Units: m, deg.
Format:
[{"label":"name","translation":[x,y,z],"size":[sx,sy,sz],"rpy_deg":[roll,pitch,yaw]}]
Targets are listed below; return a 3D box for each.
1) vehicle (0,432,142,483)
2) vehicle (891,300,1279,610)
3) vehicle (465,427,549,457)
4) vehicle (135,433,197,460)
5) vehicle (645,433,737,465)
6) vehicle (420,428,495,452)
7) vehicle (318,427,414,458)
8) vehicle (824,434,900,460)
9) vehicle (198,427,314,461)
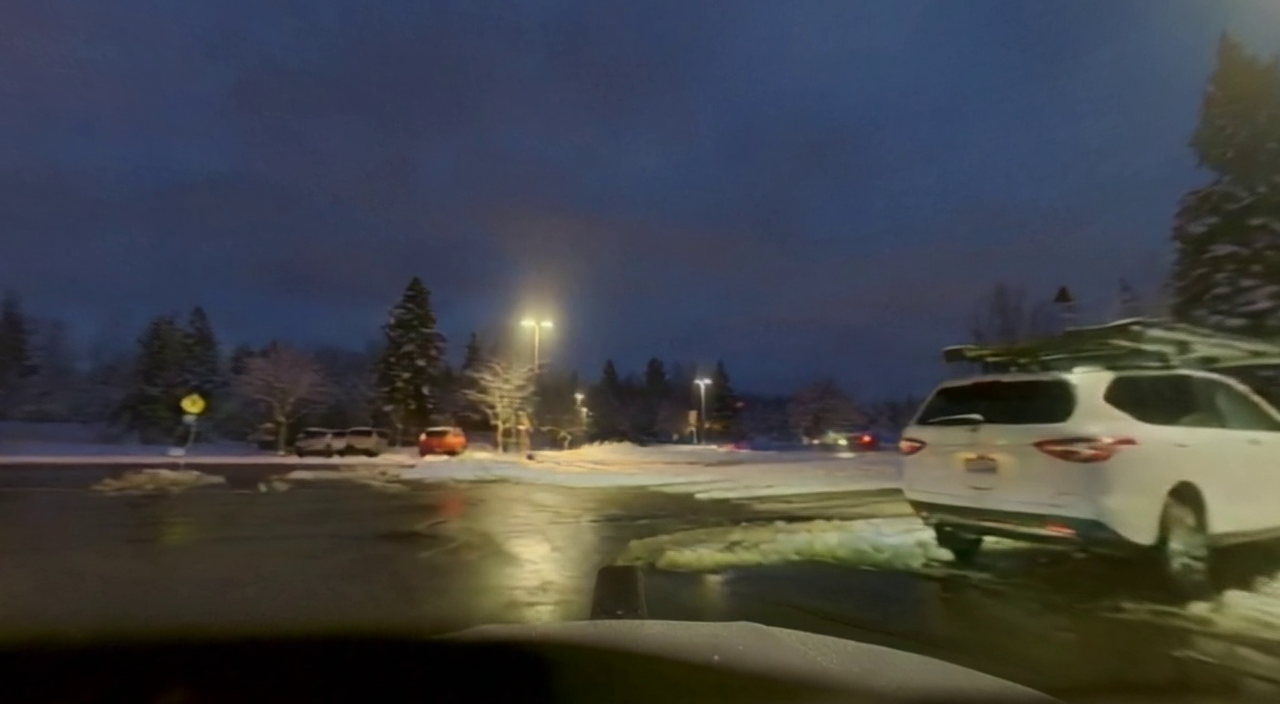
[{"label":"vehicle","translation":[-18.168,3.128,18.851],"size":[4.772,1.441,1.976],"rpy_deg":[6,-10,-27]},{"label":"vehicle","translation":[5.477,1.092,6.850],"size":[5.237,2.257,2.200],"rpy_deg":[6,-10,-28]},{"label":"vehicle","translation":[-8.280,5.554,39.342],"size":[4.660,1.687,1.981],"rpy_deg":[4,-7,-31]},{"label":"vehicle","translation":[-27.565,5.532,36.900],"size":[2.190,1.441,3.759],"rpy_deg":[6,-10,-27]},{"label":"vehicle","translation":[2.485,4.691,30.440],"size":[4.106,1.449,1.760],"rpy_deg":[6,-10,-28]},{"label":"vehicle","translation":[-12.696,6.145,43.992],"size":[4.601,1.484,1.839],"rpy_deg":[7,-11,-34]},{"label":"vehicle","translation":[-15.340,5.110,35.485],"size":[4.666,1.634,1.816],"rpy_deg":[5,-10,-29]},{"label":"vehicle","translation":[12.562,5.392,35.760],"size":[4.059,1.388,1.726],"rpy_deg":[6,-10,-28]},{"label":"vehicle","translation":[-19.870,4.770,32.972],"size":[4.939,1.664,2.055],"rpy_deg":[4,-9,-28]}]
